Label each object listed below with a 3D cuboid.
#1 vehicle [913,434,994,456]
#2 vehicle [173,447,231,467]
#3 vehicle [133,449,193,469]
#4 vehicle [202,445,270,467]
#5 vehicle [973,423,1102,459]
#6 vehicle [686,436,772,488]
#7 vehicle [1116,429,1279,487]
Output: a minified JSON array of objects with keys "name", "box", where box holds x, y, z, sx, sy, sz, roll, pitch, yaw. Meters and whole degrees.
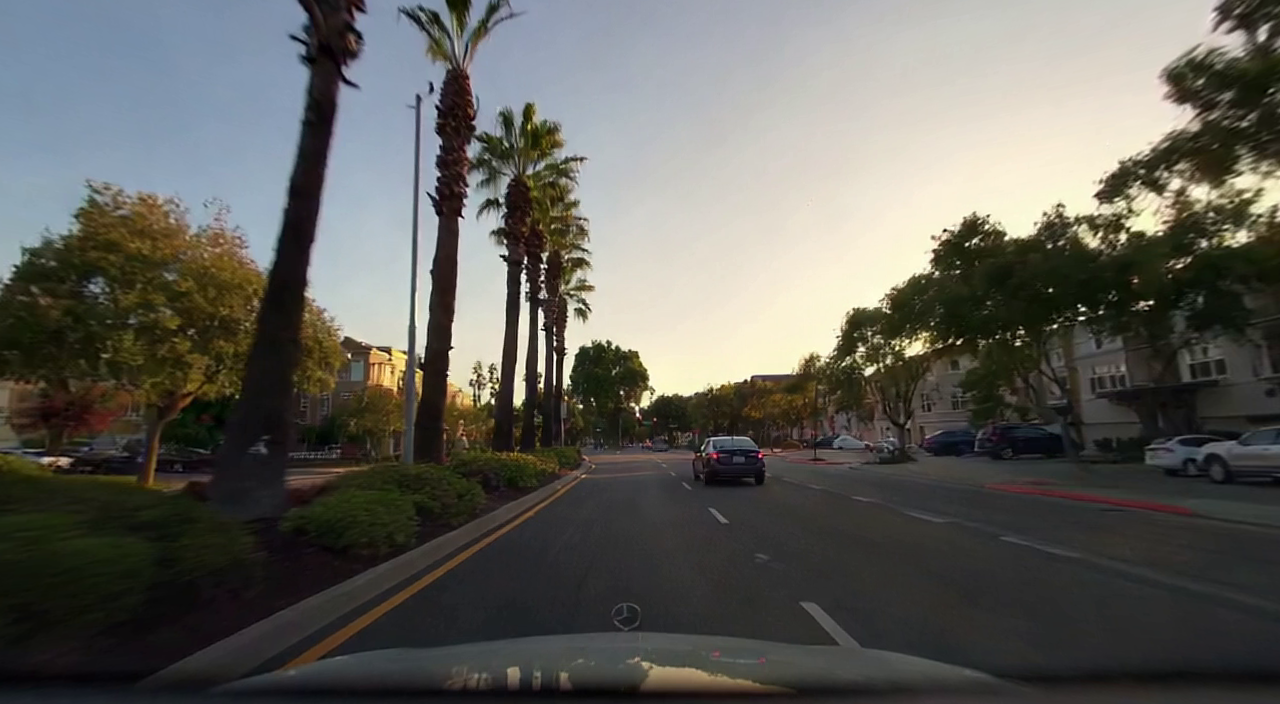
[{"name":"vehicle","box":[22.297,6.616,45.028,4.633,1.518,2.008,0,-8,-1]},{"name":"vehicle","box":[-33.605,8.045,48.590,1.829,1.492,3.741,0,-8,-1]},{"name":"vehicle","box":[-36.098,8.083,47.928,1.777,1.425,3.875,0,-8,-5]},{"name":"vehicle","box":[-30.965,7.942,48.586,1.933,1.586,4.594,-1,-8,3]},{"name":"vehicle","box":[21.844,4.921,34.906,5.644,1.937,2.174,0,-8,-1]},{"name":"vehicle","box":[2.691,3.446,20.098,1.964,1.448,4.295,0,-8,-2]},{"name":"vehicle","box":[16.363,3.009,18.181,1.920,1.430,4.710,-1,-8,4]}]
